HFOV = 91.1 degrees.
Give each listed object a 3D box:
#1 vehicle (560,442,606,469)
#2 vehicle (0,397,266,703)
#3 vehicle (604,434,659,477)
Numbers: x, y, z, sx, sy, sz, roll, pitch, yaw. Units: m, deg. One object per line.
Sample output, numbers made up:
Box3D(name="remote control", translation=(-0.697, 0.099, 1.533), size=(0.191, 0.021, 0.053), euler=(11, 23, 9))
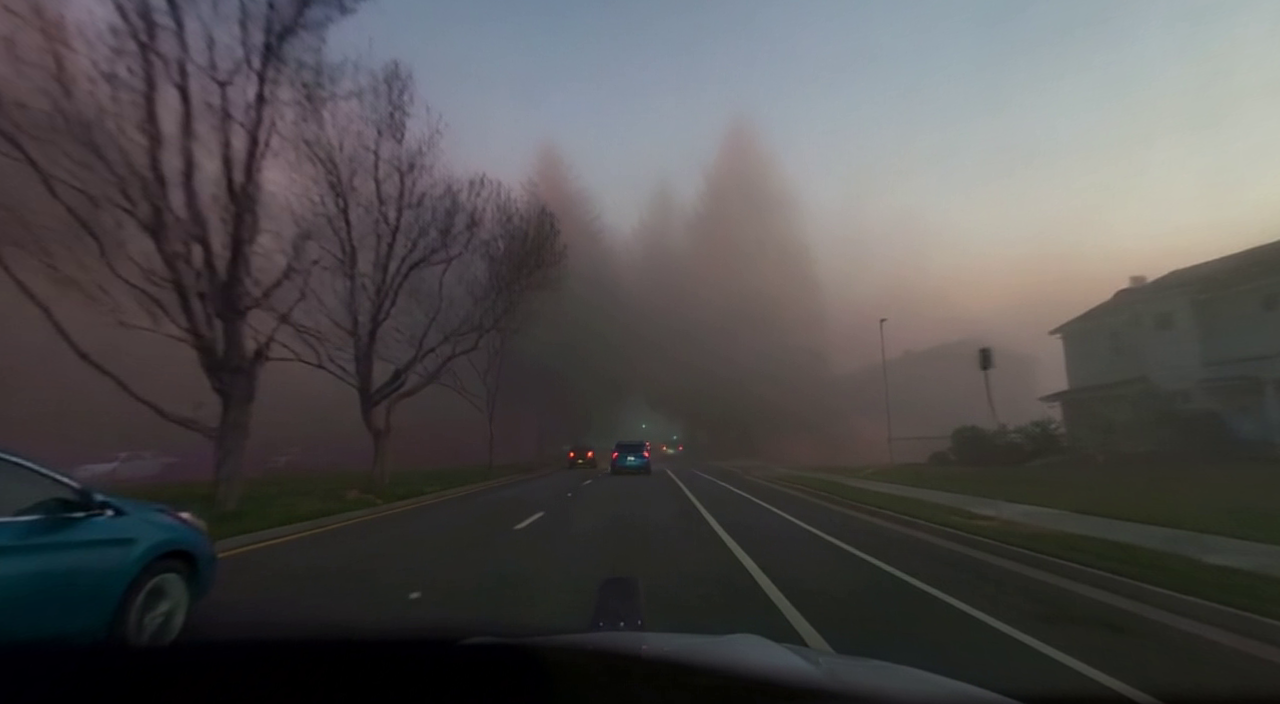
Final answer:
Box3D(name="vehicle", translation=(-3.128, 5.776, 35.231), size=(2.032, 1.433, 4.458), euler=(0, -8, 2))
Box3D(name="vehicle", translation=(-3.735, 0.820, 1.877), size=(2.105, 1.469, 4.978), euler=(0, -8, 1))
Box3D(name="vehicle", translation=(-0.343, 4.495, 27.513), size=(2.220, 1.742, 4.047), euler=(0, -8, 0))
